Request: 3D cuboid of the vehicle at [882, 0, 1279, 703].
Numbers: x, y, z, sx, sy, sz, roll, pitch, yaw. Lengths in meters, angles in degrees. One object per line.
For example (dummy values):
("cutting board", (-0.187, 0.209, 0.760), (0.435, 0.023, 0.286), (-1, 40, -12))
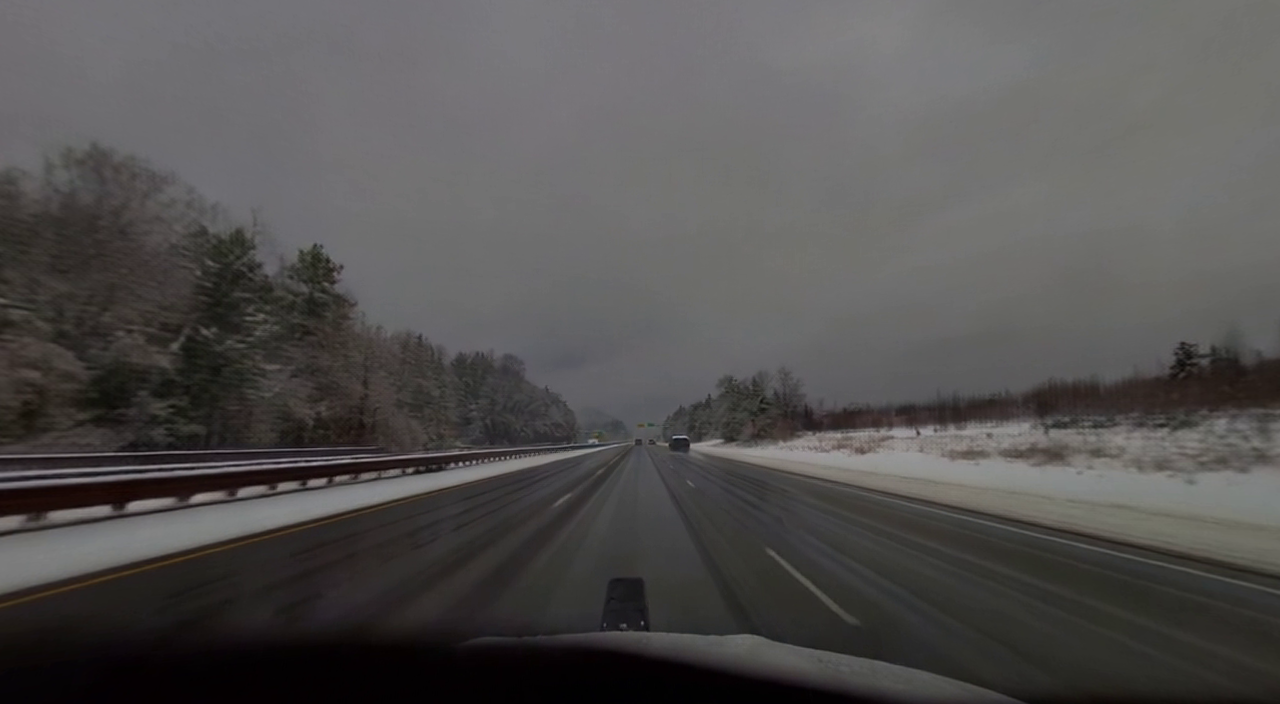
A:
("vehicle", (3.846, -0.432, 1.722), (3.040, 4.038, 8.179), (0, -8, 0))
